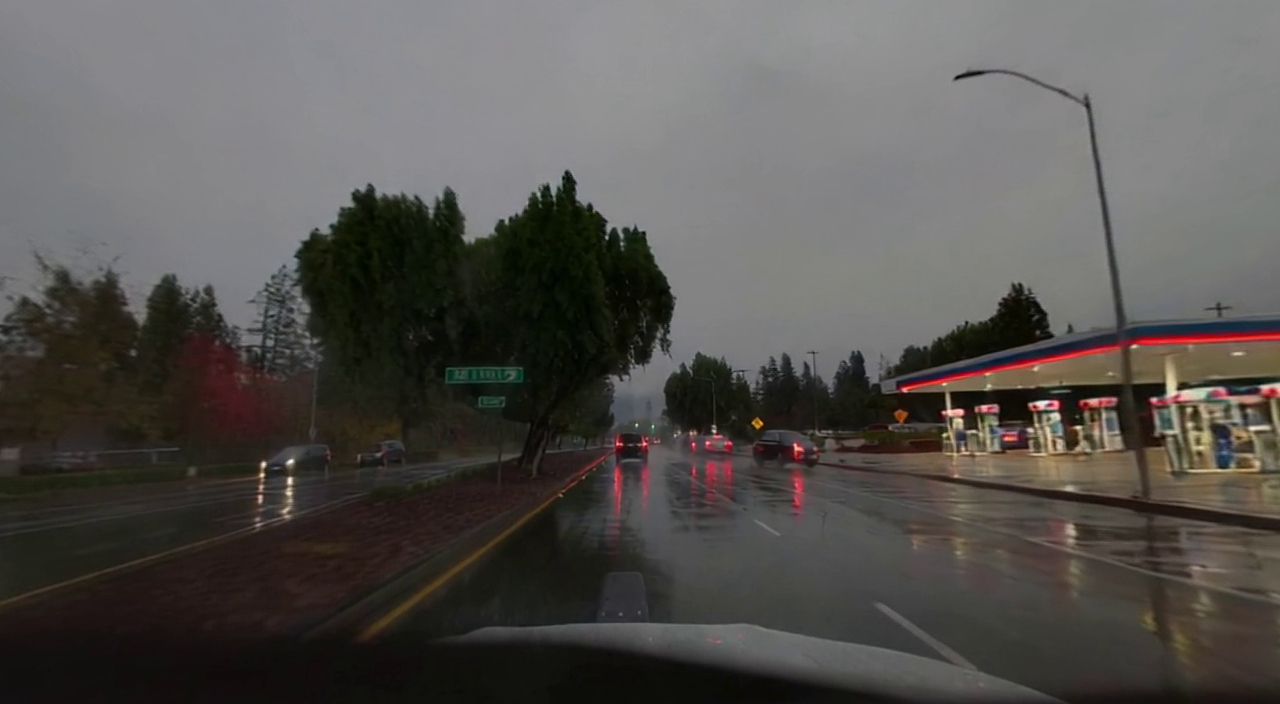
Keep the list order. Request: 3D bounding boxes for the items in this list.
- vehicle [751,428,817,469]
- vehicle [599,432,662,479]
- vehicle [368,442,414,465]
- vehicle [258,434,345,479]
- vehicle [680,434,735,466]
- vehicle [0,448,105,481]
[{"bbox_3d":[6.733,4.592,30.032,2.117,1.757,4.969,0,-8,2],"label":"vehicle"},{"bbox_3d":[-0.284,3.629,22.321,2.052,1.488,3.779,0,-8,1],"label":"vehicle"},{"bbox_3d":[-19.356,7.915,49.328,1.903,1.706,3.994,0,-8,0],"label":"vehicle"},{"bbox_3d":[-19.002,5.839,35.793,2.222,2.141,5.390,-1,-6,-3],"label":"vehicle"},{"bbox_3d":[3.274,4.911,31.656,2.124,1.476,4.730,0,-8,-1],"label":"vehicle"},{"bbox_3d":[-27.576,5.121,28.903,4.413,1.451,1.882,0,-9,0],"label":"vehicle"}]
